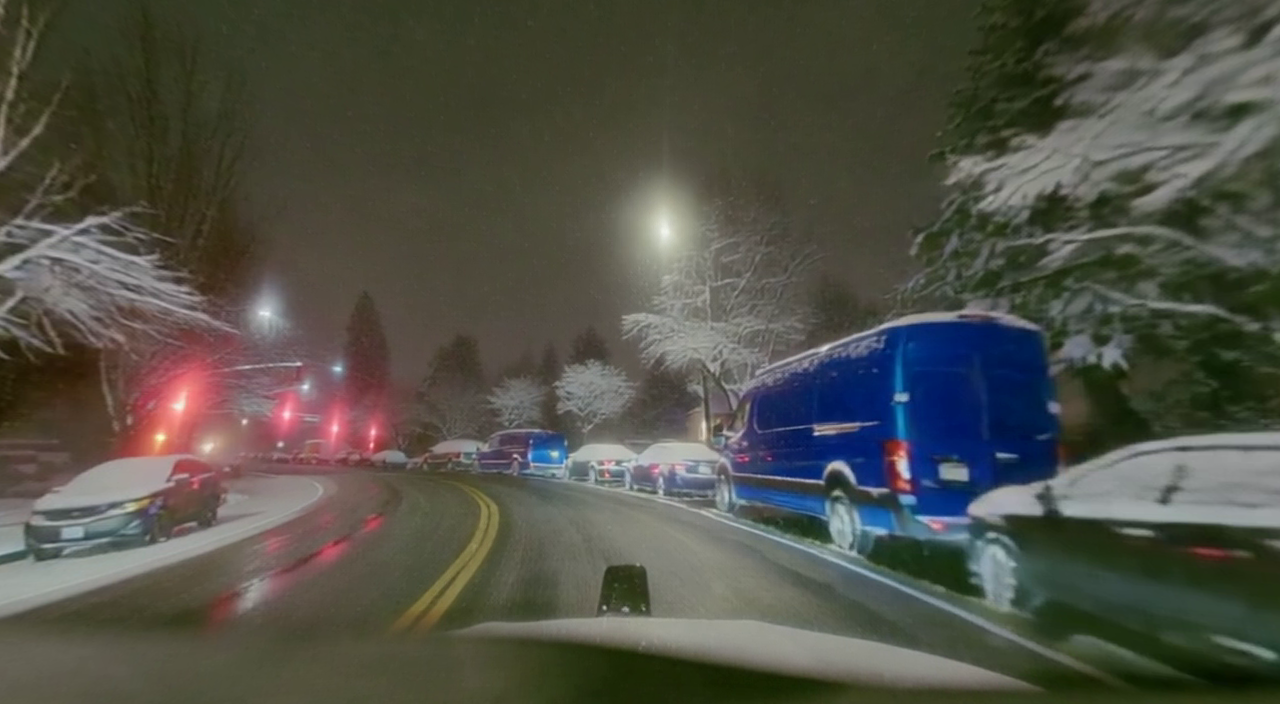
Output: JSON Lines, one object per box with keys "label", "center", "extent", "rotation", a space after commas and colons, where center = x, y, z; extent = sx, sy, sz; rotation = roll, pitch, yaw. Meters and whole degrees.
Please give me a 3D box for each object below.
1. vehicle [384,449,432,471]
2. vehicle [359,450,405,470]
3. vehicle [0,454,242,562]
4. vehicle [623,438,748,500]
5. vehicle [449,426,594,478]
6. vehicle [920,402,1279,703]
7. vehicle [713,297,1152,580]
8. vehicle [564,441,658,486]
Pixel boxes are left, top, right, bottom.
{"label": "vehicle", "center": [-16.709, 7.732, 45.318], "extent": [1.804, 1.453, 4.462], "rotation": [7, -11, -39]}
{"label": "vehicle", "center": [-20.315, 8.476, 49.529], "extent": [1.762, 1.444, 4.906], "rotation": [7, -11, -41]}
{"label": "vehicle", "center": [-8.977, 2.599, 11.231], "extent": [1.985, 1.485, 3.820], "rotation": [2, -9, -14]}
{"label": "vehicle", "center": [1.065, 3.136, 17.463], "extent": [1.961, 1.456, 4.569], "rotation": [2, -9, -16]}
{"label": "vehicle", "center": [-6.458, 5.115, 32.395], "extent": [3.041, 2.164, 10.370], "rotation": [4, -10, -36]}
{"label": "vehicle", "center": [3.740, 1.100, 3.779], "extent": [1.891, 1.466, 4.362], "rotation": [0, -8, -3]}
{"label": "vehicle", "center": [3.303, 1.311, 9.629], "extent": [2.406, 2.689, 6.916], "rotation": [1, -8, -10]}
{"label": "vehicle", "center": [-1.203, 4.088, 23.480], "extent": [1.957, 1.479, 4.554], "rotation": [3, -9, -24]}
